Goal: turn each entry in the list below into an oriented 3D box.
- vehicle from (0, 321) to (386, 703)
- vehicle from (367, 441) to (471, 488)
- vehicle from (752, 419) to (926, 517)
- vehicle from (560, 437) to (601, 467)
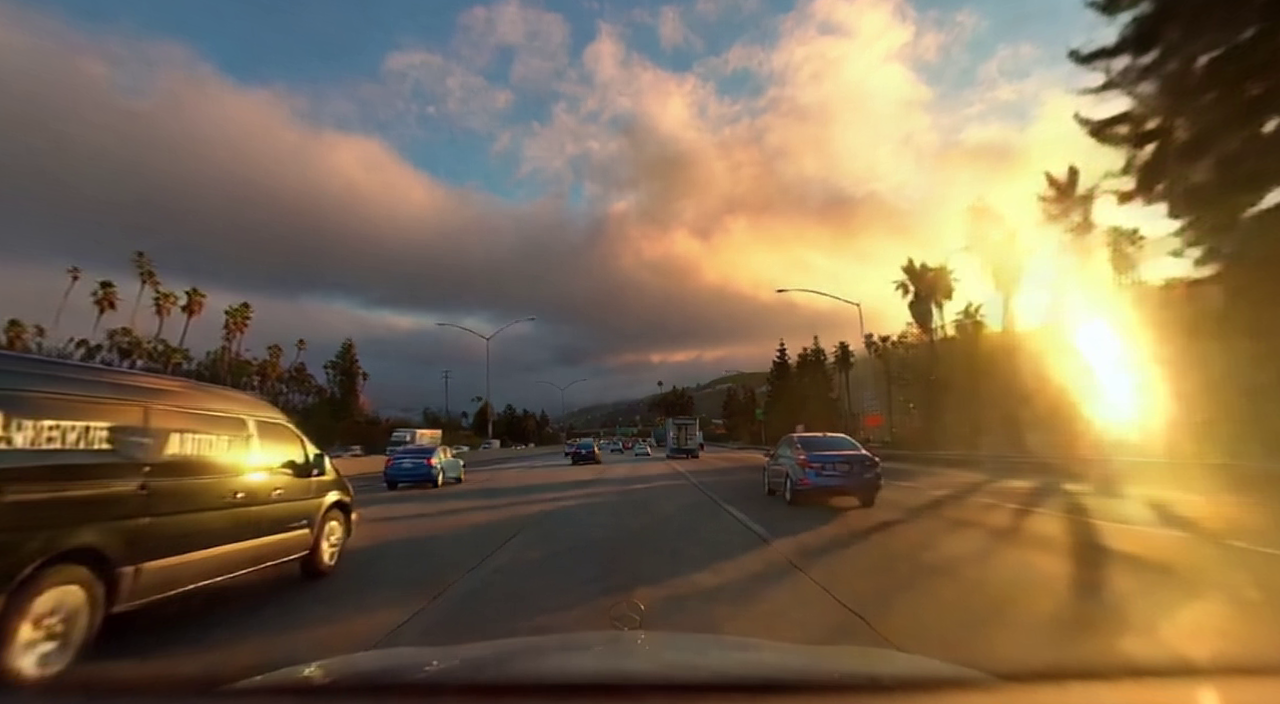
[{"bbox_3d":[-4.036,1.044,4.489,2.215,1.859,5.375,0,-9,0],"label":"vehicle"},{"bbox_3d":[-7.593,3.897,22.139,2.050,1.487,4.372,0,-9,0],"label":"vehicle"},{"bbox_3d":[3.842,2.340,13.184,2.124,1.674,4.494,0,-9,0],"label":"vehicle"},{"bbox_3d":[-3.578,6.117,38.569,2.017,1.683,4.094,0,-9,1],"label":"vehicle"}]
